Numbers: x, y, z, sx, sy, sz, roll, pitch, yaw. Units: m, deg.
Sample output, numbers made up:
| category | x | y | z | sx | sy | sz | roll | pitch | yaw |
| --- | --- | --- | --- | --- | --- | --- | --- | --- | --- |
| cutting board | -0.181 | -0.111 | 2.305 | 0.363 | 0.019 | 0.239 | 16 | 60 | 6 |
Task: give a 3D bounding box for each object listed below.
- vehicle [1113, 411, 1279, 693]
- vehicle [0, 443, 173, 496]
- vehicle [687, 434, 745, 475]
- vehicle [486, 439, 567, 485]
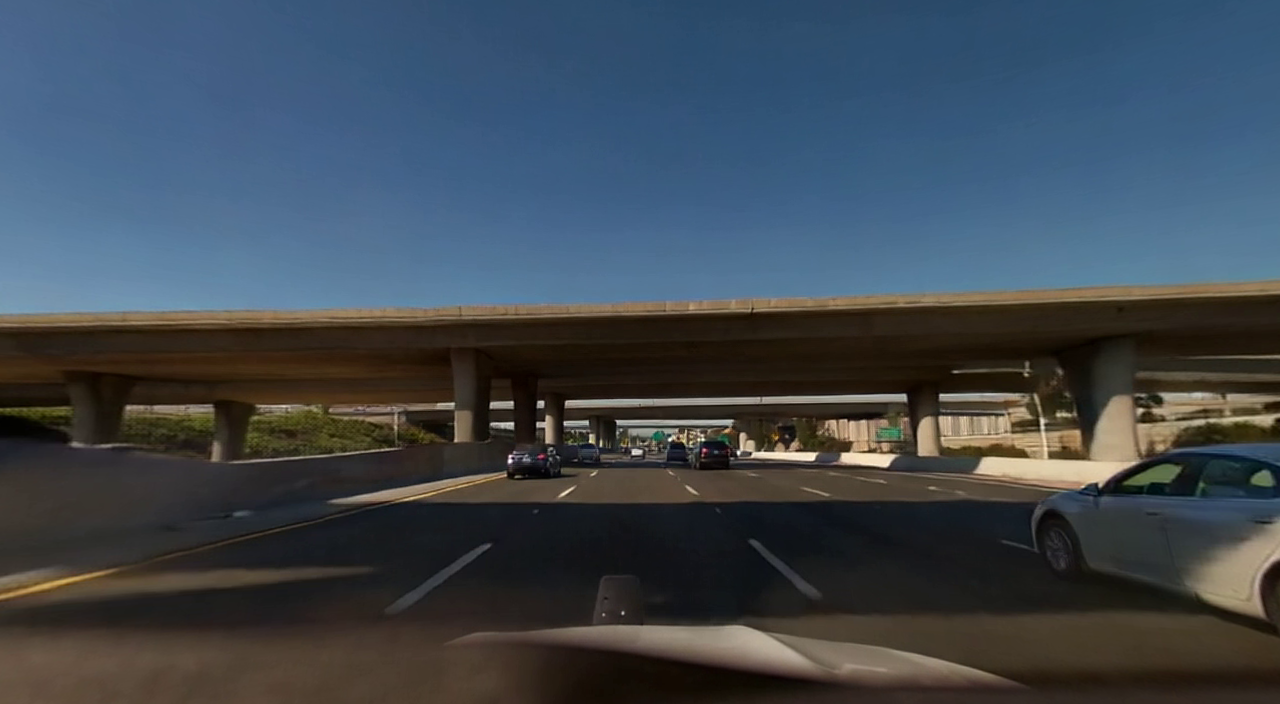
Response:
| category | x | y | z | sx | sy | sz | roll | pitch | yaw |
| --- | --- | --- | --- | --- | --- | --- | --- | --- | --- |
| vehicle | 4.323 | 0.898 | 2.277 | 1.989 | 1.472 | 4.322 | 0 | -8 | 2 |
| vehicle | -17.198 | 3.581 | 19.705 | 1.877 | 1.456 | 4.569 | 0 | -9 | -3 |
| vehicle | 3.465 | 4.792 | 29.692 | 2.072 | 1.761 | 4.242 | 0 | -8 | -2 |
| vehicle | -4.006 | 3.989 | 23.205 | 1.997 | 1.476 | 4.703 | 0 | -8 | 1 |
